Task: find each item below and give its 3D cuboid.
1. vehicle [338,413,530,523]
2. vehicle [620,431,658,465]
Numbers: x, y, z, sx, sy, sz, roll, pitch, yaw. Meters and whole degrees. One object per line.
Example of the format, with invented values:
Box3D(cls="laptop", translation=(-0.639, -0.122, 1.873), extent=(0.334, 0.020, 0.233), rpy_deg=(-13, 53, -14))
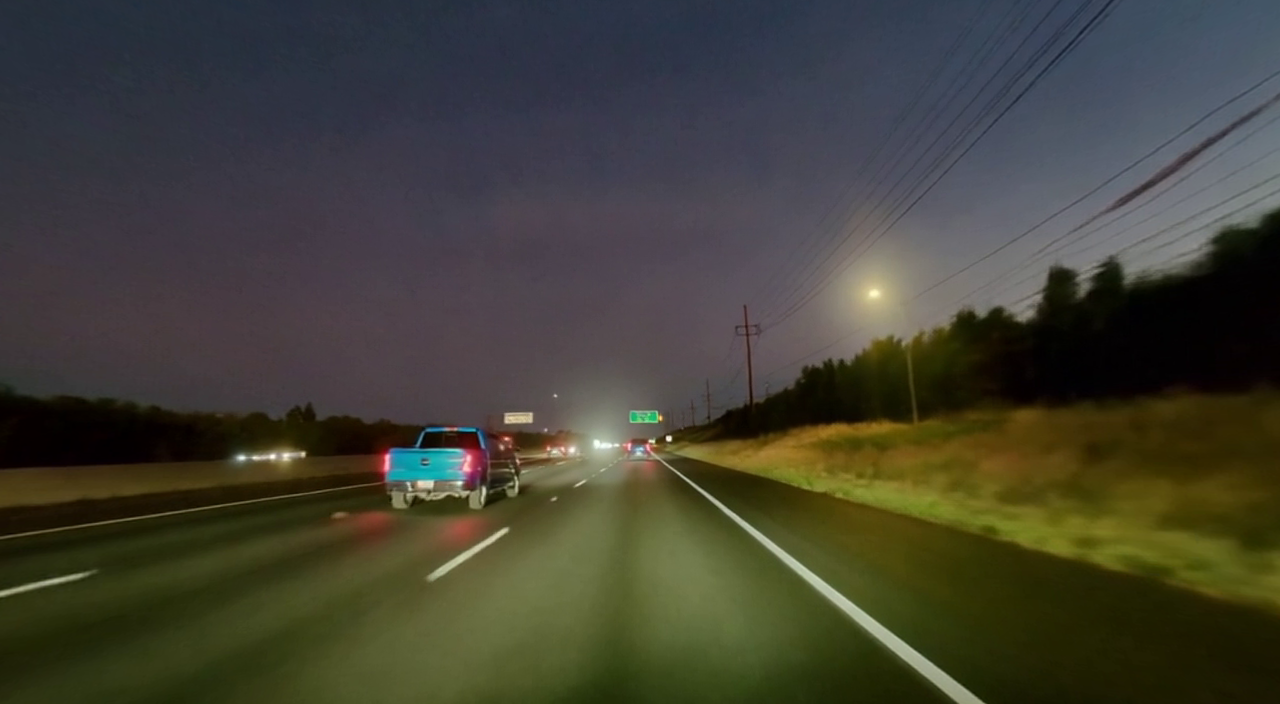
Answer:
Box3D(cls="vehicle", translation=(-3.870, 2.307, 13.110), extent=(2.204, 1.812, 5.289), rpy_deg=(0, -8, 0))
Box3D(cls="vehicle", translation=(-0.120, 6.325, 41.673), extent=(2.358, 2.144, 4.713), rpy_deg=(0, -8, -1))
